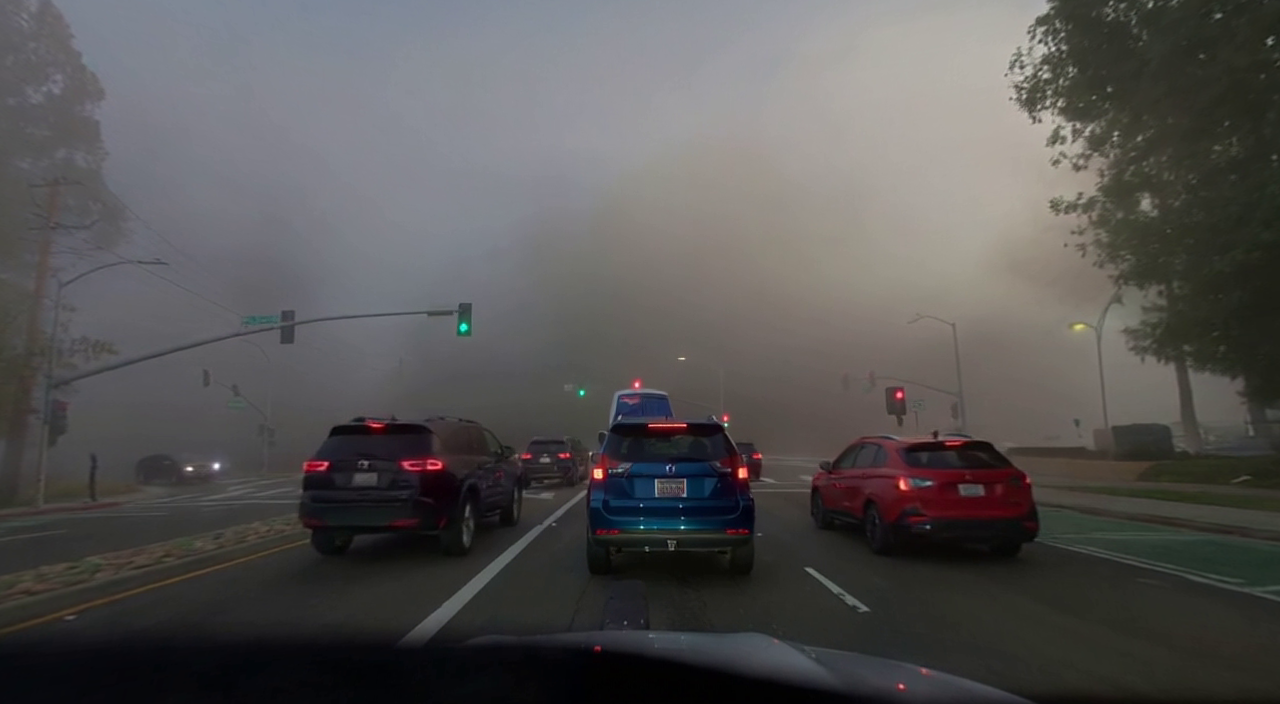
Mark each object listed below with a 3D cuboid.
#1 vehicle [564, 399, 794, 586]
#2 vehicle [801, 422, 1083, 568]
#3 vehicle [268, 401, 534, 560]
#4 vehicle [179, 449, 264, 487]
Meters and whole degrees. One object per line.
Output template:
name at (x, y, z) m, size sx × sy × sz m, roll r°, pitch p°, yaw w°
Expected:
vehicle at (0.376, 1.661, 8.229) m, size 2.172 × 1.764 × 4.338 m, roll 0°, pitch -8°, yaw 0°
vehicle at (3.858, 1.877, 9.011) m, size 1.954 × 1.592 × 3.992 m, roll 0°, pitch -8°, yaw -1°
vehicle at (-3.181, 1.849, 9.784) m, size 2.209 × 1.828 × 4.847 m, roll 0°, pitch -9°, yaw 0°
vehicle at (-20.001, 5.483, 30.068) m, size 4.395 × 1.636 × 1.926 m, roll -7°, pitch -11°, yaw 37°
